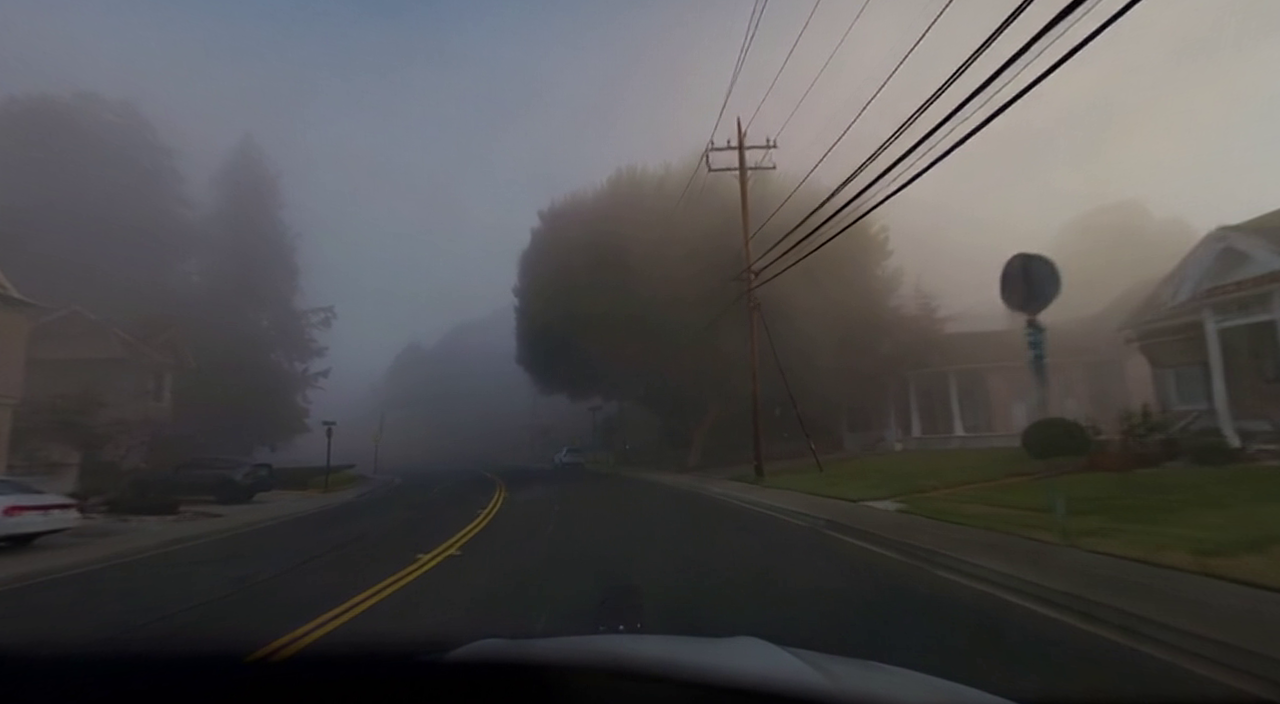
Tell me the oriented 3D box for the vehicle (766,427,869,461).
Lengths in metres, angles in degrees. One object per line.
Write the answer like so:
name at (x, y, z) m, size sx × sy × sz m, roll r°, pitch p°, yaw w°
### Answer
vehicle at (8.786, 4.588, 31.614) m, size 4.566 × 1.623 × 1.906 m, roll -1°, pitch -8°, yaw 2°

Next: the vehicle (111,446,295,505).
vehicle at (-13.880, 3.906, 20.272) m, size 4.321 × 1.772 × 2.161 m, roll -1°, pitch -8°, yaw 4°
